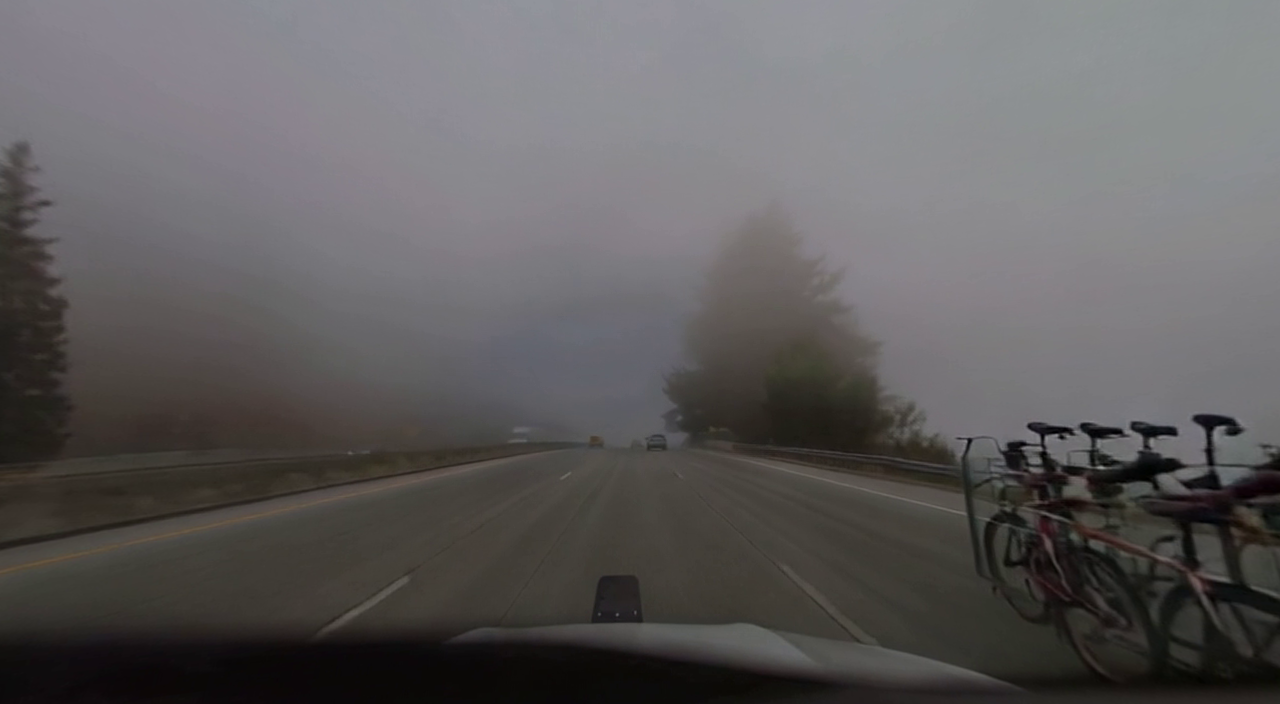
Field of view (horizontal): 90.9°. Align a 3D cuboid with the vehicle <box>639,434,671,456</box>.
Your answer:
[{"bbox_3d":[0.967,6.243,42.468,1.911,1.449,3.776,0,-8,-3],"label":"vehicle"}]
